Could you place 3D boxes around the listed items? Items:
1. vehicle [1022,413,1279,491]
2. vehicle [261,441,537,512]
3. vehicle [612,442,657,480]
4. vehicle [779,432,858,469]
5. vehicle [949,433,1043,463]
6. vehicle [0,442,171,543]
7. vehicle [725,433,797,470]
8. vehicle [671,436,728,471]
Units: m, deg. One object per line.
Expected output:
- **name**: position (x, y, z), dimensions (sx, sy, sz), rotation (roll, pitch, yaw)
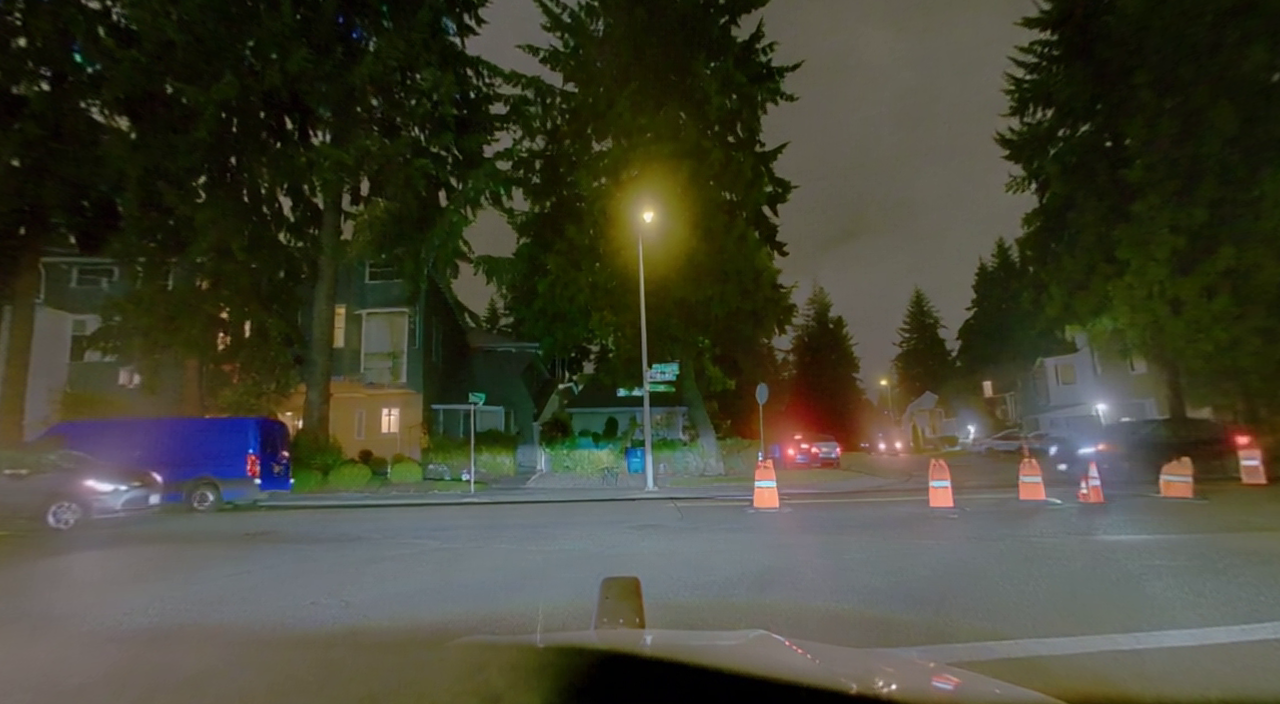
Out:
- **vehicle**: position (13.078, 2.575, 16.369), dimensions (5.047, 1.851, 2.103), rotation (1, -9, -5)
- **vehicle**: position (-6.368, 3.413, 17.784), dimensions (6.643, 1.777, 2.925), rotation (1, -8, -6)
- **vehicle**: position (-0.300, 4.762, 27.930), dimensions (1.648, 1.430, 3.654), rotation (4, -9, -4)
- **vehicle**: position (8.067, 4.495, 28.963), dimensions (1.893, 1.529, 4.422), rotation (1, -9, -7)
- **vehicle**: position (23.388, 6.295, 41.629), dimensions (4.984, 1.912, 2.132), rotation (1, -8, -5)
- **vehicle**: position (-11.332, 2.350, 10.938), dimensions (4.684, 1.556, 2.087), rotation (0, -8, -1)
- **vehicle**: position (5.344, 4.467, 28.498), dimensions (2.007, 1.555, 4.204), rotation (1, -9, -7)
- **vehicle**: position (2.589, 4.538, 28.357), dimensions (1.745, 1.461, 4.074), rotation (1, -9, -6)
